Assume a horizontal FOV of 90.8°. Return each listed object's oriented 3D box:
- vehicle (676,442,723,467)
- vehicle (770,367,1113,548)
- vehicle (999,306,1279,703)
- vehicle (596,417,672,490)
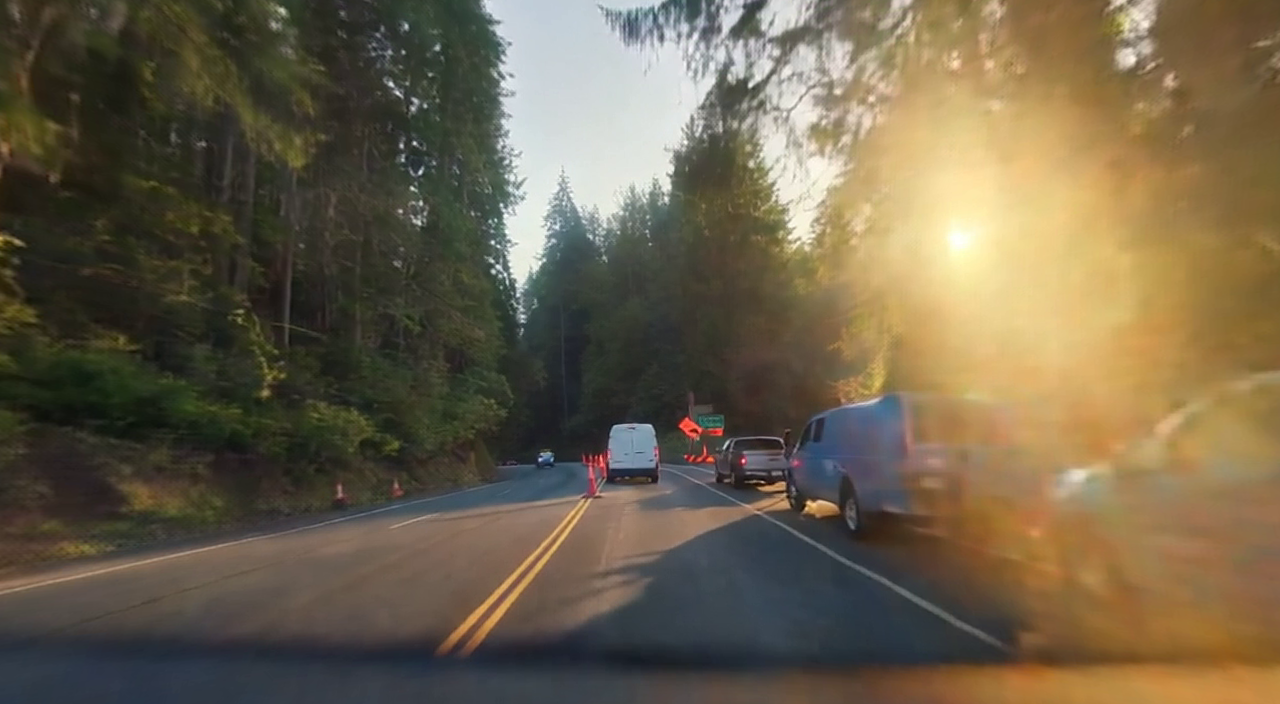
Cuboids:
[{"bbox_3d":[3.483,6.108,37.717,2.277,1.299,3.889,-3,-9,-3],"label":"vehicle"},{"bbox_3d":[4.277,1.745,10.940,2.613,2.153,6.713,0,-8,0],"label":"vehicle"},{"bbox_3d":[4.323,0.674,2.529,2.202,1.980,5.978,0,-8,-1],"label":"vehicle"},{"bbox_3d":[-0.254,3.514,22.111,2.362,2.247,4.892,0,-9,-2],"label":"vehicle"}]
